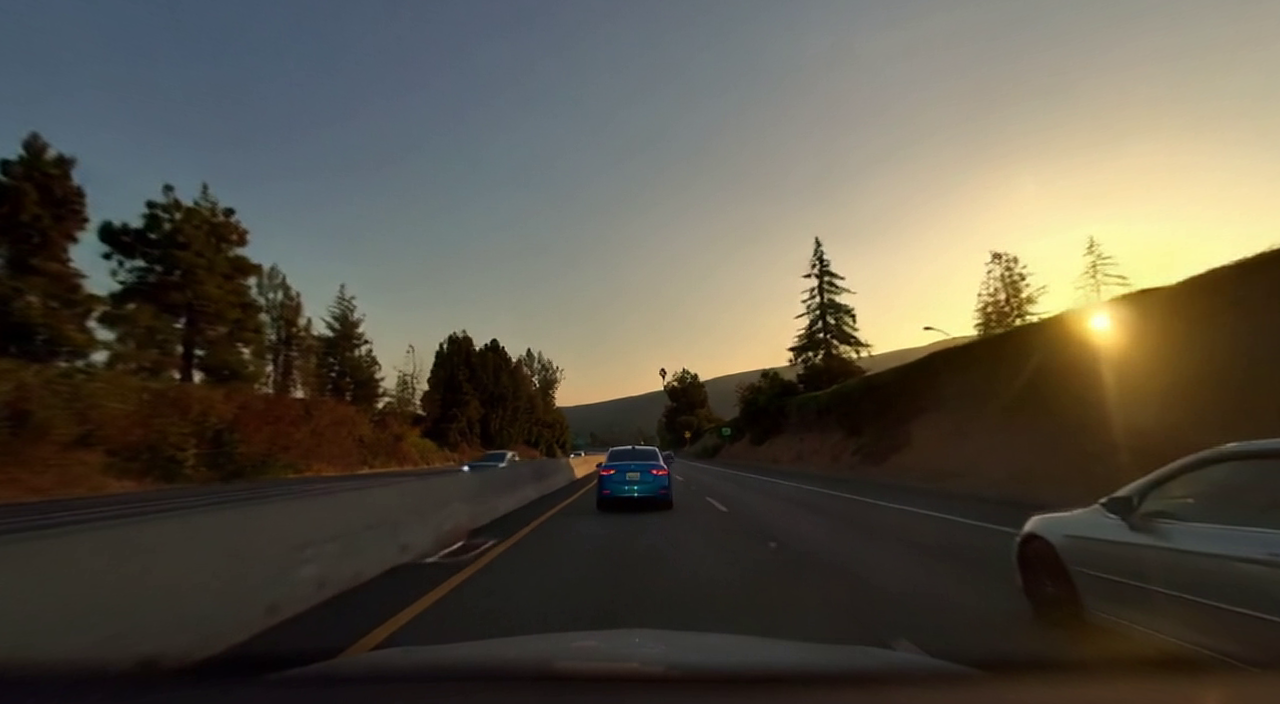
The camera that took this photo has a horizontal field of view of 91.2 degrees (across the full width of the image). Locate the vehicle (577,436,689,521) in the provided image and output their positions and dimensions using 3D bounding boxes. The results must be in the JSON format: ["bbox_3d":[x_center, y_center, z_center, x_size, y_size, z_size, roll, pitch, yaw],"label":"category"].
[{"bbox_3d":[-0.163,2.698,13.911,2.083,1.548,4.251,0,-9,-1],"label":"vehicle"}]

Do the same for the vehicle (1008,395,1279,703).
[{"bbox_3d":[3.804,0.928,2.549,2.021,1.533,4.014,0,-9,-2],"label":"vehicle"}]

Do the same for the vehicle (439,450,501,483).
[{"bbox_3d":[-8.787,5.929,32.709,1.913,1.557,4.185,-1,-9,3],"label":"vehicle"}]
